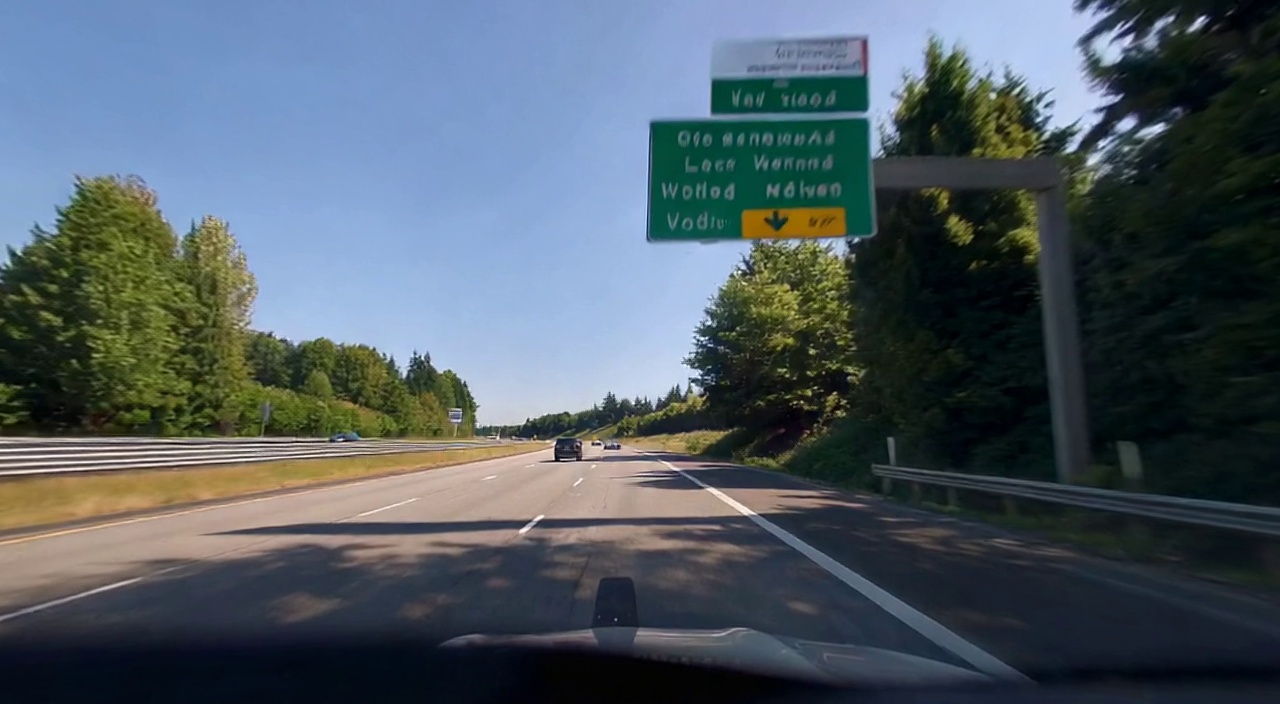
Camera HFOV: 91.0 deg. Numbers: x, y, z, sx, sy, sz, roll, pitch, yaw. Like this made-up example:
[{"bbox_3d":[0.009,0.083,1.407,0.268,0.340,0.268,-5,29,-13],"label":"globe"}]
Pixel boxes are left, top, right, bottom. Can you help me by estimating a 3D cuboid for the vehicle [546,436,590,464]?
[{"bbox_3d":[-4.400,6.096,39.175,2.217,1.604,4.614,0,-8,-1],"label":"vehicle"}]
